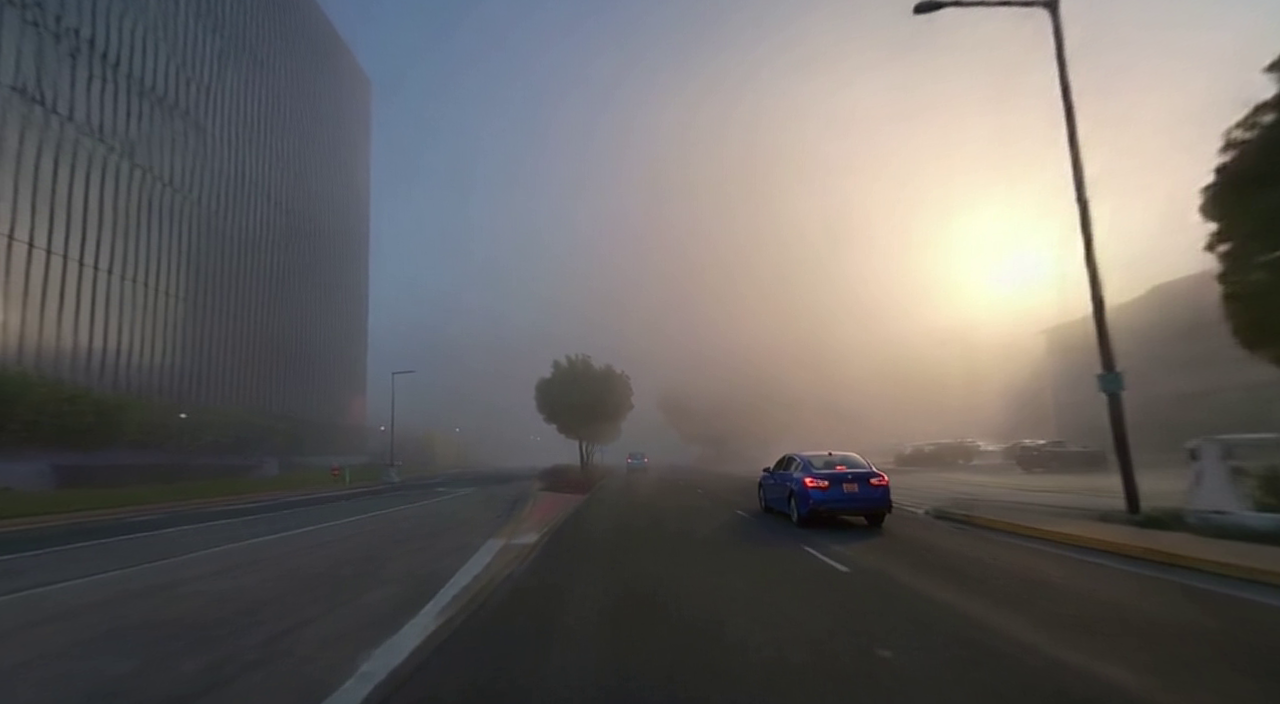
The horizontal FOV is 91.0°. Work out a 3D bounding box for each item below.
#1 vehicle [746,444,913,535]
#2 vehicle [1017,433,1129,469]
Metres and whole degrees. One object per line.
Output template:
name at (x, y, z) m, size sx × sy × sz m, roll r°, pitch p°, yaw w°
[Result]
vehicle at (3.548, 2.629, 12.708) m, size 1.993 × 1.501 × 4.127 m, roll 0°, pitch -9°, yaw -1°
vehicle at (20.727, 4.722, 30.247) m, size 3.996 × 1.481 × 1.853 m, roll -2°, pitch -7°, yaw -1°
